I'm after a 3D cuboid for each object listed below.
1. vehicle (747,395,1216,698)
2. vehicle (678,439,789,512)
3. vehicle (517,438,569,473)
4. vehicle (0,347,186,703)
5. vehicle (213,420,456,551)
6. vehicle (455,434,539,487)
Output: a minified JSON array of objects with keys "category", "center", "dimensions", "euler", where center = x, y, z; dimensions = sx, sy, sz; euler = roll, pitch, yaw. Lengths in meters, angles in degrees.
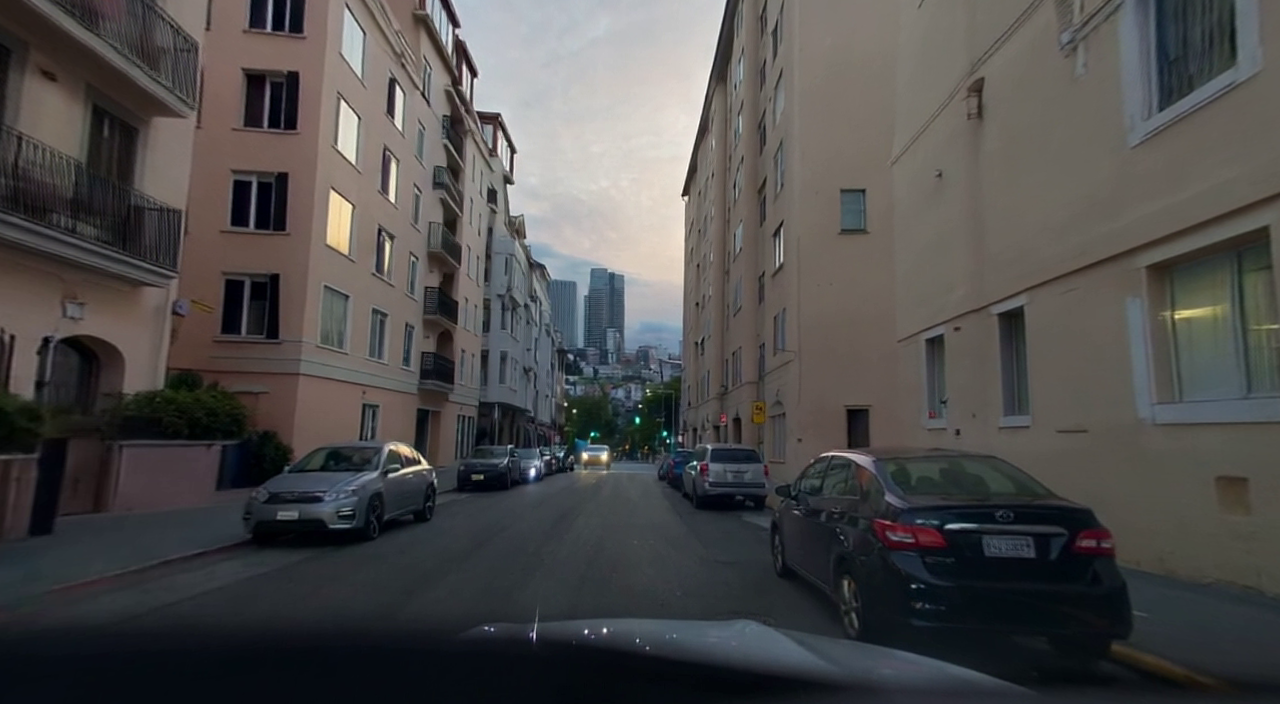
[{"category":"vehicle","center":[2.253,1.354,5.555],"dimensions":[1.839,1.678,3.918],"euler":[0,-8,-1]},{"category":"vehicle","center":[2.008,2.779,14.807],"dimensions":[1.786,1.447,4.314],"euler":[0,-8,-2]},{"category":"vehicle","center":[-4.789,5.214,31.754],"dimensions":[1.872,1.484,3.978],"euler":[5,-9,1]},{"category":"vehicle","center":[-2.588,0.609,0.482],"dimensions":[1.845,1.544,3.388],"euler":[0,-8,2]},{"category":"vehicle","center":[-4.537,2.068,10.280],"dimensions":[1.883,1.499,4.426],"euler":[6,-10,-3]},{"category":"vehicle","center":[-4.847,3.750,21.916],"dimensions":[1.942,1.521,3.761],"euler":[5,-9,0]}]
